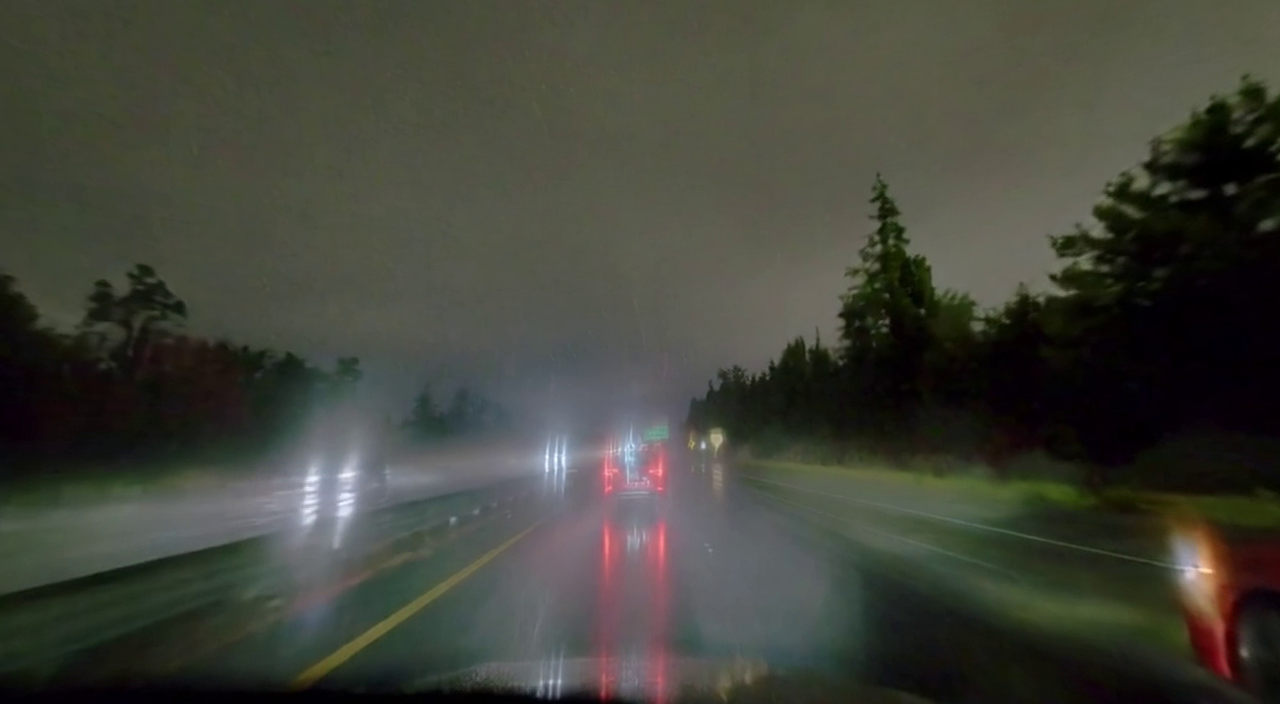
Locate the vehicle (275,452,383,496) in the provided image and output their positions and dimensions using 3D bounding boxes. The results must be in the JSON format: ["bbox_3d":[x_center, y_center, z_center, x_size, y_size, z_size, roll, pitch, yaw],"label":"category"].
[{"bbox_3d":[-12.667,4.961,25.884,1.919,1.566,4.476,-1,-9,4],"label":"vehicle"}]

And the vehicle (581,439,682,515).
[{"bbox_3d":[-0.171,2.908,15.089,2.083,1.548,4.251,-1,-9,0],"label":"vehicle"}]

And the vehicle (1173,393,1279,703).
[{"bbox_3d":[3.816,0.705,1.146,2.021,1.533,4.014,0,-9,-2],"label":"vehicle"}]
